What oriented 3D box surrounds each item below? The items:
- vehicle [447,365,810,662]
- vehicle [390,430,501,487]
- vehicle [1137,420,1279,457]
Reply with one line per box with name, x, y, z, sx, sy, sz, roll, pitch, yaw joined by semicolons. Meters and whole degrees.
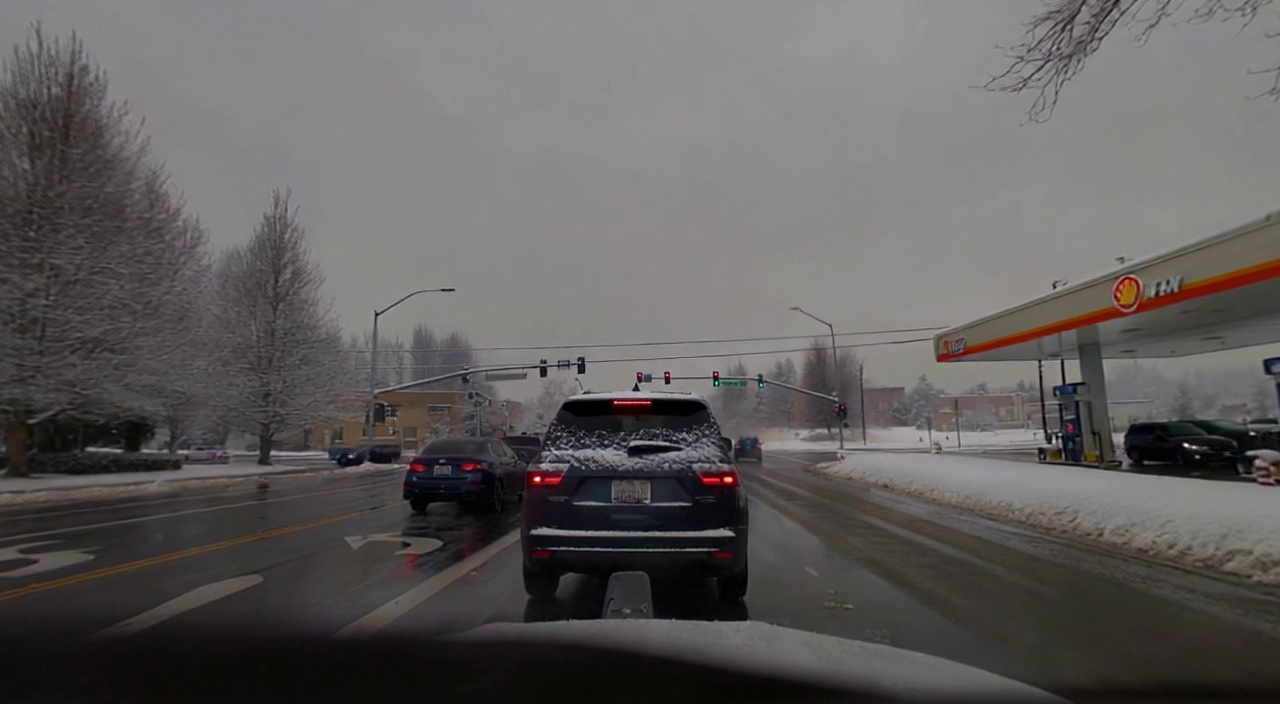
vehicle;0.011;1.318;6.135;2.236;1.819;4.291;-1;-9;3
vehicle;-6.650;3.706;22.182;2.065;1.753;4.525;-1;-9;6
vehicle;25.940;3.968;28.786;4.551;1.616;1.973;-2;-9;11
